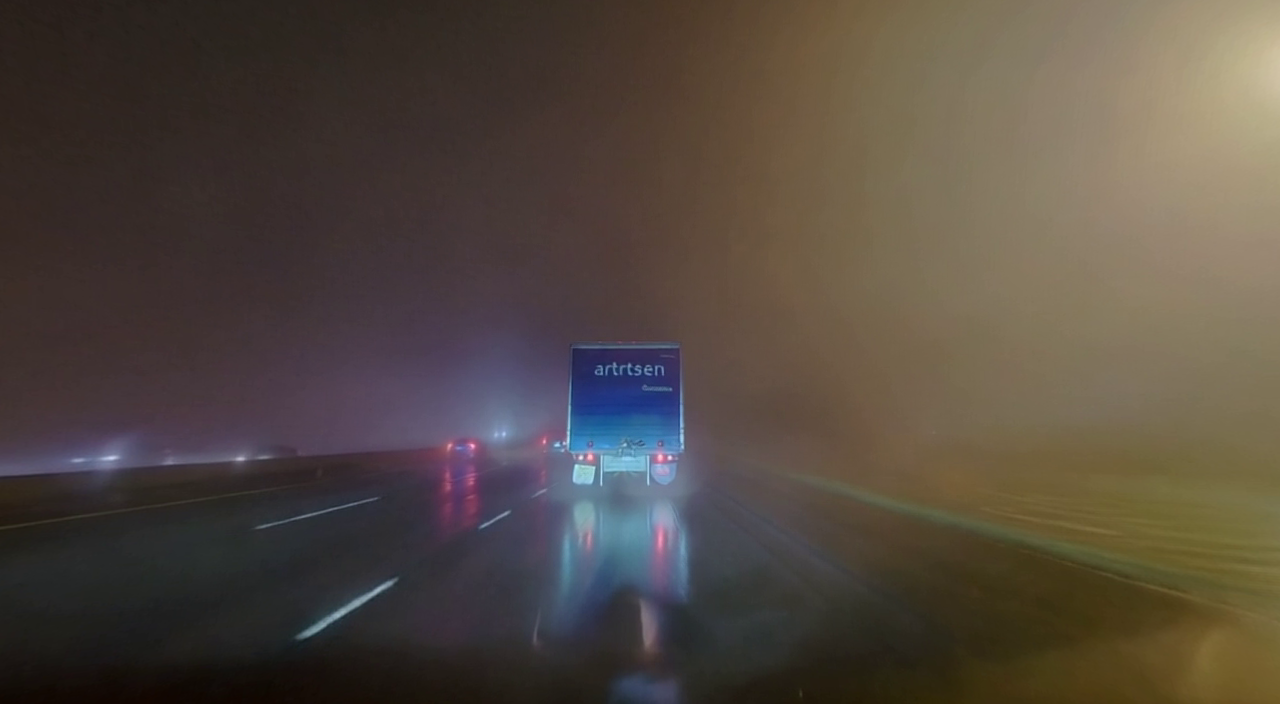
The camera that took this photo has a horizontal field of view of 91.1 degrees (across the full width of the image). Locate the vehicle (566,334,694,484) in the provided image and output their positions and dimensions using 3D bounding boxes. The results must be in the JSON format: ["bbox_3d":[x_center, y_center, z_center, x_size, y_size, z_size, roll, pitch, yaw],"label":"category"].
[{"bbox_3d":[-0.305,2.246,22.550,3.442,4.106,10.719,0,-8,0],"label":"vehicle"}]

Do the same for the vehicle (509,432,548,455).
[{"bbox_3d":[-8.065,6.672,45.917,1.981,1.574,4.561,0,-8,1],"label":"vehicle"}]

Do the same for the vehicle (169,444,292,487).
[{"bbox_3d":[-16.173,4.458,25.157,1.880,1.506,4.531,0,-8,0],"label":"vehicle"}]

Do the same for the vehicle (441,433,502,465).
[{"bbox_3d":[-8.450,4.881,31.852,1.940,1.488,3.976,0,-8,0],"label":"vehicle"}]

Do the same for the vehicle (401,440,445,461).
[{"bbox_3d":[-16.381,7.464,47.735,1.884,1.465,3.988,0,-8,0],"label":"vehicle"}]

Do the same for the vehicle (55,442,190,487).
[{"bbox_3d":[-19.908,4.290,24.429,1.829,1.546,4.004,0,-8,0],"label":"vehicle"}]
